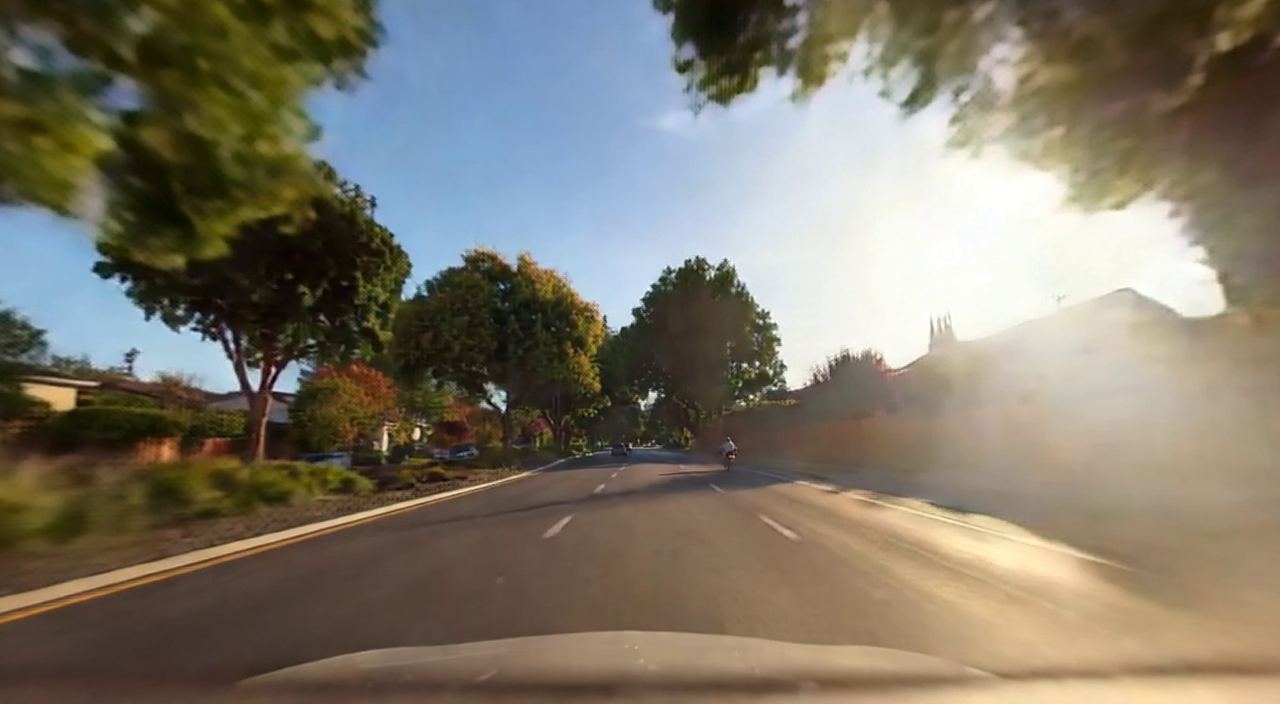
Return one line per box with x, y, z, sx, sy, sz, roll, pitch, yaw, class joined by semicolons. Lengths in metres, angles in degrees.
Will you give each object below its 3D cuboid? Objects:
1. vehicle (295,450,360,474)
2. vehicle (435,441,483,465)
-20.785;7.309;42.139;1.888;1.487;4.721;-1;-8;1;vehicle
-13.195;7.398;46.318;2.103;1.699;4.474;0;-8;1;vehicle
